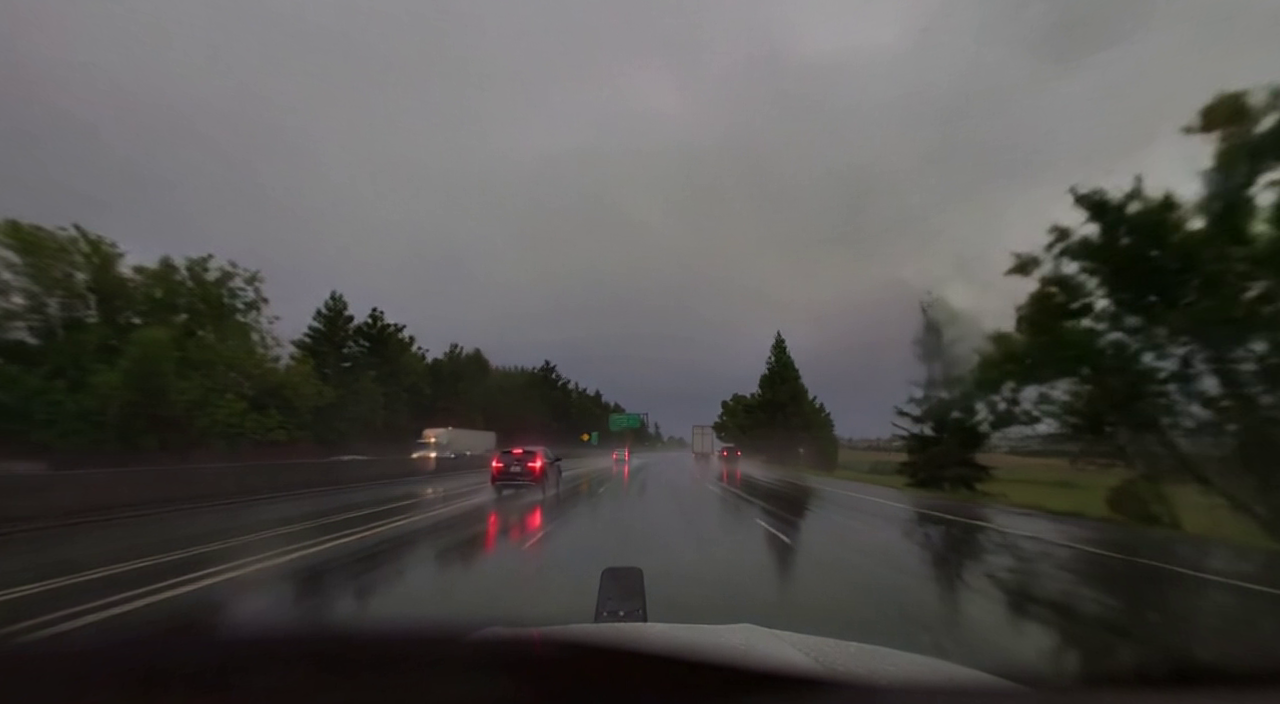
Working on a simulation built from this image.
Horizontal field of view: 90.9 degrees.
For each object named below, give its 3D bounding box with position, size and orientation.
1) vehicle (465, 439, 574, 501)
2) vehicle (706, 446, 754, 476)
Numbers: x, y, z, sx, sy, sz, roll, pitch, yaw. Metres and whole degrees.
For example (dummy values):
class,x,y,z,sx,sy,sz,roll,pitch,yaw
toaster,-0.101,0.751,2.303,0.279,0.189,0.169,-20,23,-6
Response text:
class,x,y,z,sx,sy,sz,roll,pitch,yaw
vehicle,-3.281,3.345,18.277,2.085,1.530,4.809,0,-9,2
vehicle,5.034,6.151,35.697,2.176,1.598,3.878,0,-9,1
